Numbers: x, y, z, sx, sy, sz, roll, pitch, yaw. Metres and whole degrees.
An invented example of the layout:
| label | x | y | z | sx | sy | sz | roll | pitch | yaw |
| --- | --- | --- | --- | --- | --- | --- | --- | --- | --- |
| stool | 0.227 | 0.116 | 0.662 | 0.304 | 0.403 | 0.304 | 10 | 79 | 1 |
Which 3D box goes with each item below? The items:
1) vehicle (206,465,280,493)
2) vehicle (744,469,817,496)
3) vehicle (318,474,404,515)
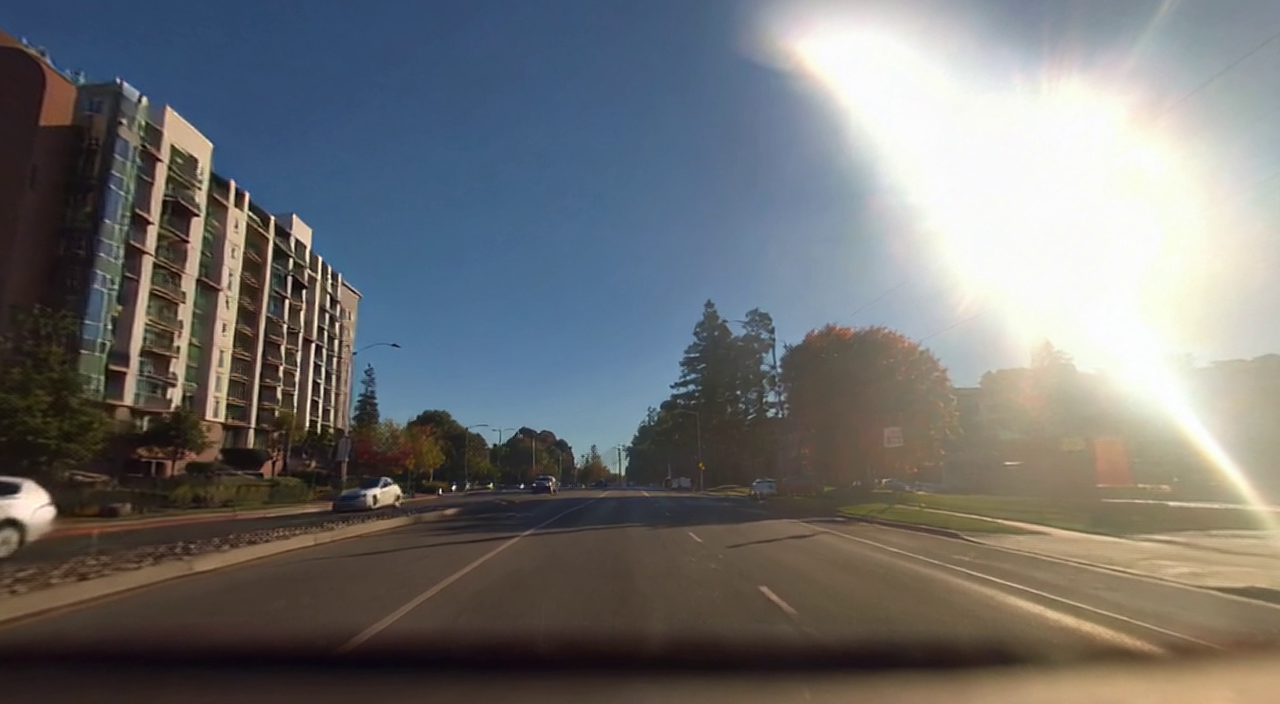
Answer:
| label | x | y | z | sx | sy | sz | roll | pitch | yaw |
| --- | --- | --- | --- | --- | --- | --- | --- | --- | --- |
| vehicle | -28.359 | 9.123 | 44.911 | 3.770 | 1.737 | 2.102 | -1 | -15 | -3 |
| vehicle | 10.321 | 9.622 | 46.526 | 4.903 | 1.831 | 2.098 | 0 | -9 | 1 |
| vehicle | -12.544 | 6.406 | 28.560 | 1.941 | 1.511 | 4.348 | 0 | -9 | 0 |
